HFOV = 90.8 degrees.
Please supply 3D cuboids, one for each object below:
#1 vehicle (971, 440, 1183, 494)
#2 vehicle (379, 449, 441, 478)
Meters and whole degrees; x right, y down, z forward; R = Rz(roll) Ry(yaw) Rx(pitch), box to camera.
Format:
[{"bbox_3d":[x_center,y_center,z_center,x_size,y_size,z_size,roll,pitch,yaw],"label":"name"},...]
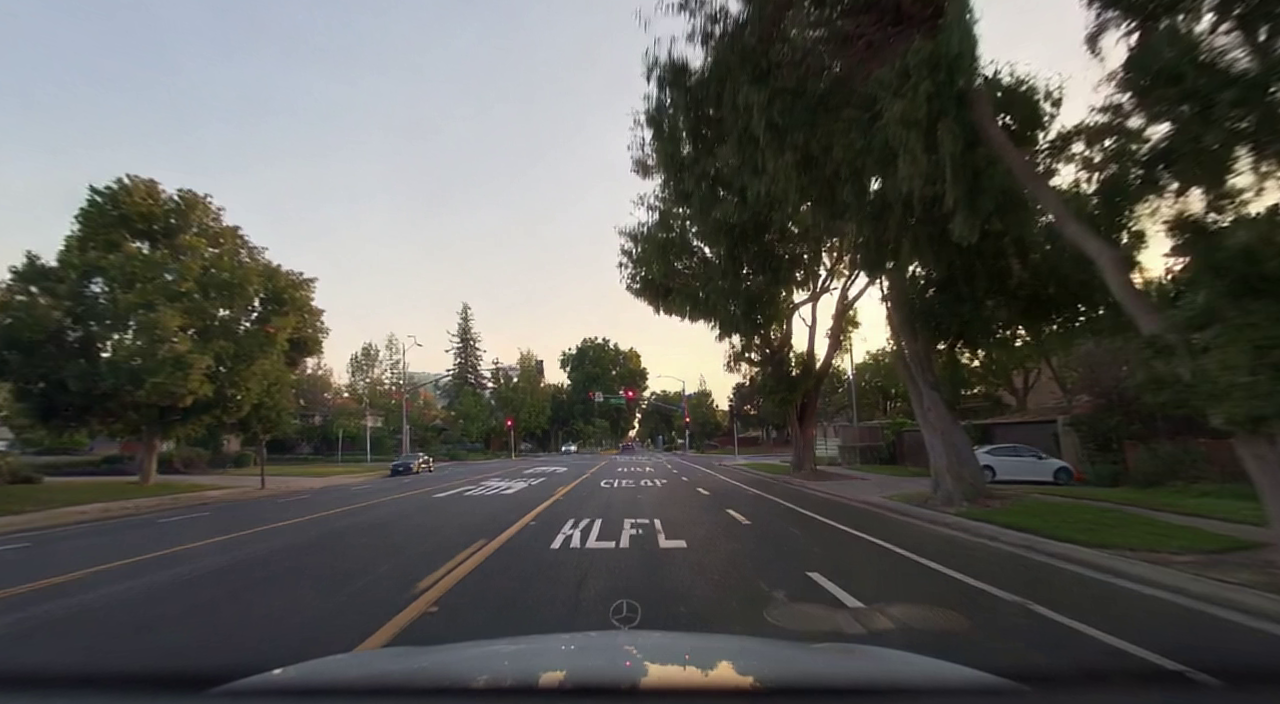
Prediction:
[{"bbox_3d":[12.377,3.270,18.153,4.539,1.404,2.008,-1,-8,2],"label":"vehicle"},{"bbox_3d":[-12.957,6.292,35.917,1.851,1.482,4.443,0,-8,0],"label":"vehicle"}]
